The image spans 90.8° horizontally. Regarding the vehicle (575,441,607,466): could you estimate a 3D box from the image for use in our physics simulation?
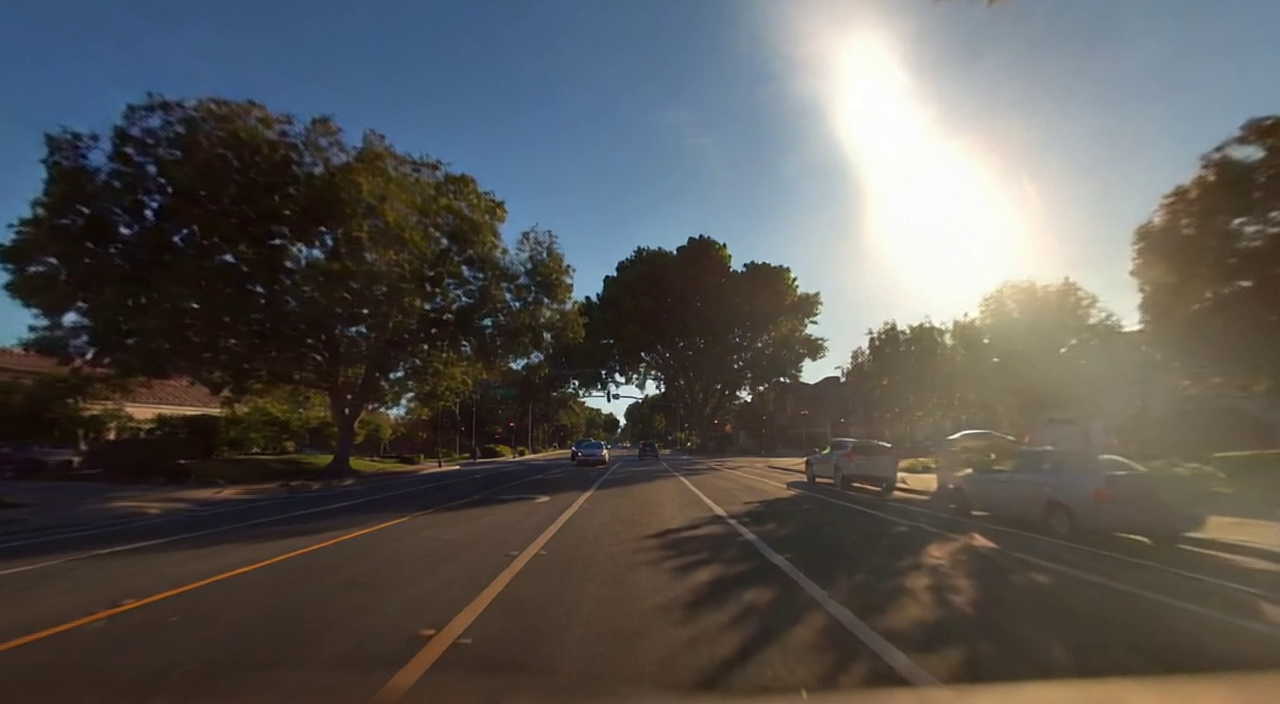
[{"bbox_3d":[-3.280,6.897,43.078,1.915,1.553,3.846,0,-8,0],"label":"vehicle"}]

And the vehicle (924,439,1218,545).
[{"bbox_3d":[7.184,2.326,11.348,1.922,1.473,4.738,0,-8,0],"label":"vehicle"}]

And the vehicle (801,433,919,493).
[{"bbox_3d":[7.240,3.697,21.496,2.132,1.793,5.003,0,-8,-1],"label":"vehicle"}]
